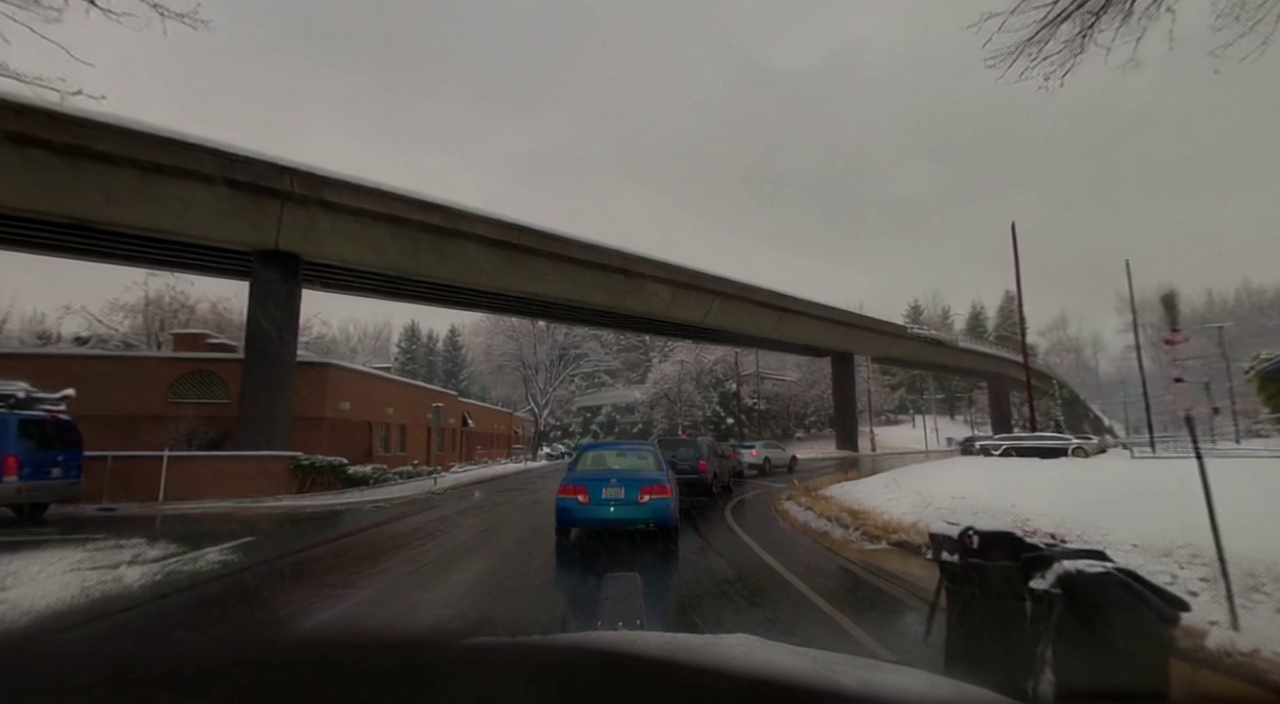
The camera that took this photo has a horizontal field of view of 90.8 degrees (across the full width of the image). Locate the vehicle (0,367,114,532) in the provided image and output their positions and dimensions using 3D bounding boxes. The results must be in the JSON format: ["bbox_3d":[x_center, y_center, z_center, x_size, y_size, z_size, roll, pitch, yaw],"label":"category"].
[{"bbox_3d":[-13.500,1.779,11.483,5.356,2.762,2.644,0,-9,0],"label":"vehicle"}]

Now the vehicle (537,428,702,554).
[{"bbox_3d":[-0.181,2.110,10.391,2.087,1.578,4.652,0,-9,2],"label":"vehicle"}]

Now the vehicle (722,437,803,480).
[{"bbox_3d":[5.584,4.743,28.441,1.995,1.762,4.310,-6,-10,33],"label":"vehicle"}]
